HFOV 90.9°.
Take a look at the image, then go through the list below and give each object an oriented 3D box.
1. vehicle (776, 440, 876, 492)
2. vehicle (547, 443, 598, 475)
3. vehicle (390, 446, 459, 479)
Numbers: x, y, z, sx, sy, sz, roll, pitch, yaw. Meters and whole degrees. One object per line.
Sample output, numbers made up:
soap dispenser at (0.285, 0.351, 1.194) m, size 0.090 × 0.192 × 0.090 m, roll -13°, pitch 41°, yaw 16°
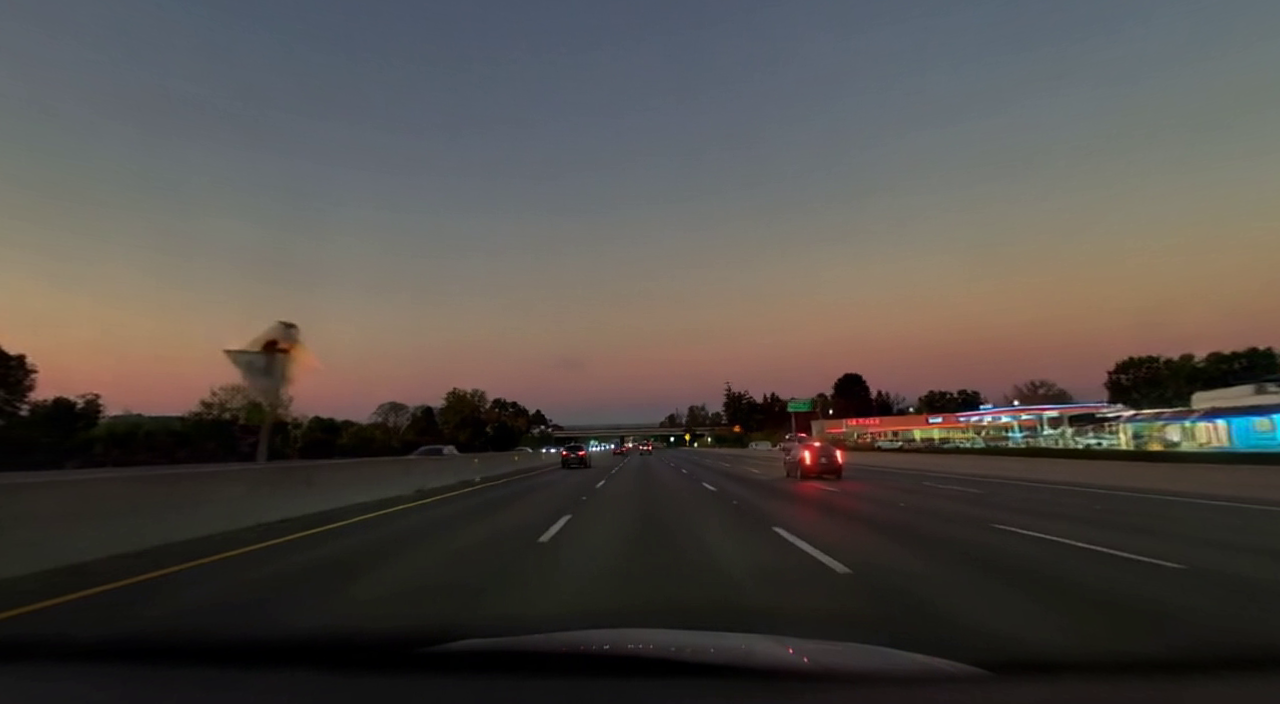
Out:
vehicle at (5.928, 3.687, 20.779) m, size 1.909 × 1.467 × 4.940 m, roll -1°, pitch -9°, yaw 2°
vehicle at (-3.384, 5.493, 32.583) m, size 2.114 × 1.510 × 4.186 m, roll -1°, pitch -9°, yaw 1°
vehicle at (-10.935, 5.623, 32.365) m, size 2.135 × 1.526 × 3.840 m, roll -1°, pitch -9°, yaw 1°
